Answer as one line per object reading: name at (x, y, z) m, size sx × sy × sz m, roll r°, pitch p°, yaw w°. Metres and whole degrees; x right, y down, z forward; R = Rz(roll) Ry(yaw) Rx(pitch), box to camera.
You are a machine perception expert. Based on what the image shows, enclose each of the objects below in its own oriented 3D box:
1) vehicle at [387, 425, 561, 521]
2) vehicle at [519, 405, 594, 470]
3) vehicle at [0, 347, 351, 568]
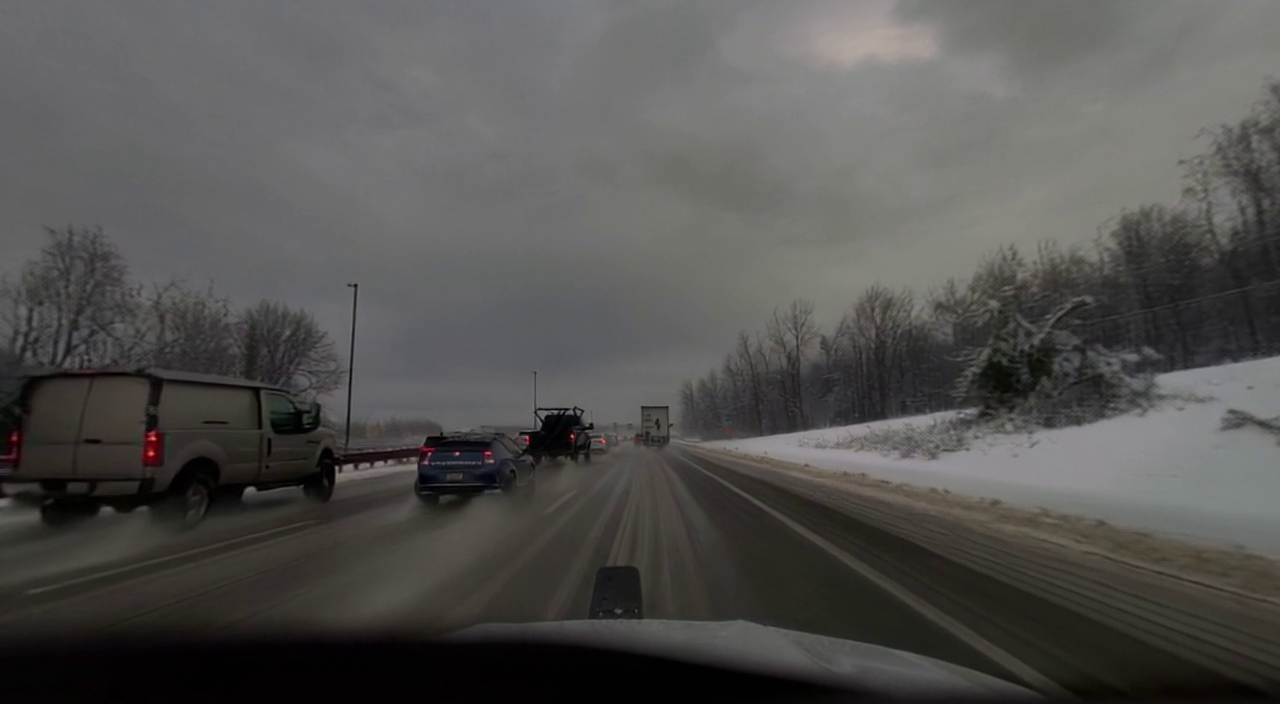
vehicle at (-2.872, 2.180, 11.975) m, size 2.089 × 1.485 × 4.153 m, roll 0°, pitch -8°, yaw 2°
vehicle at (-3.469, 3.713, 27.254) m, size 2.427 × 2.514 × 5.159 m, roll 0°, pitch -8°, yaw 1°
vehicle at (-7.130, 1.544, 9.916) m, size 2.386 × 2.435 × 5.831 m, roll 0°, pitch -8°, yaw 0°
